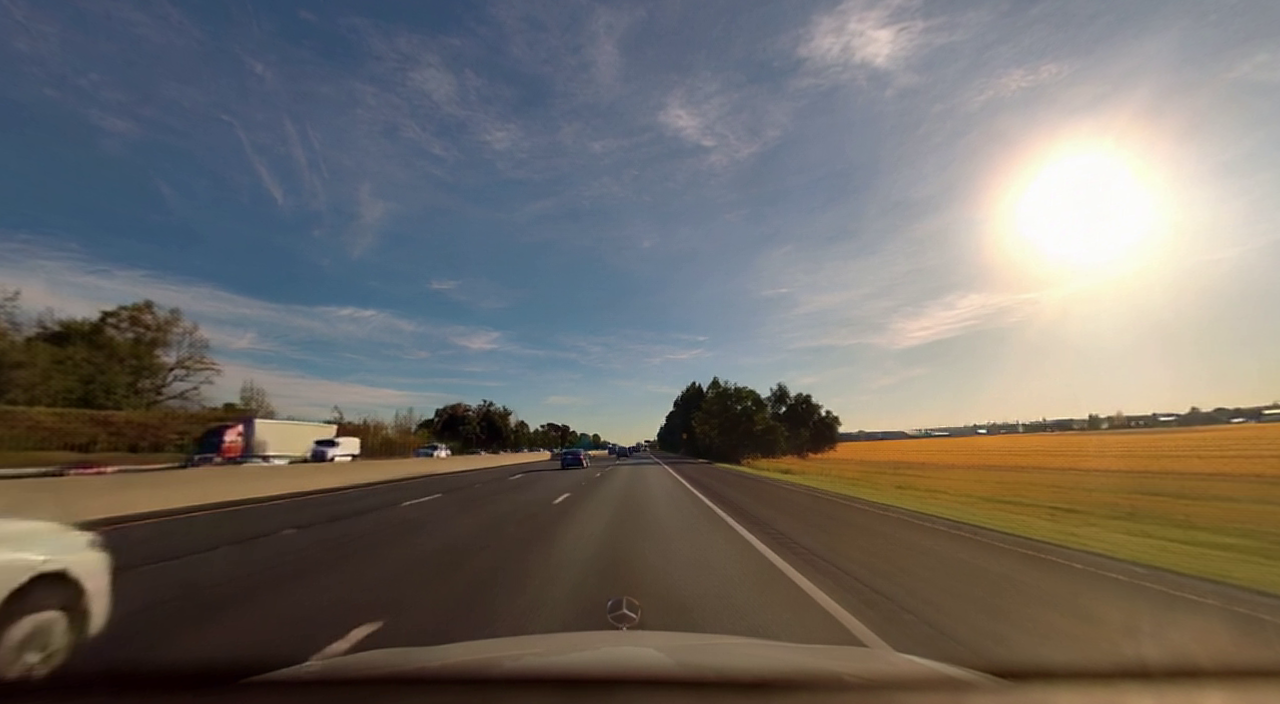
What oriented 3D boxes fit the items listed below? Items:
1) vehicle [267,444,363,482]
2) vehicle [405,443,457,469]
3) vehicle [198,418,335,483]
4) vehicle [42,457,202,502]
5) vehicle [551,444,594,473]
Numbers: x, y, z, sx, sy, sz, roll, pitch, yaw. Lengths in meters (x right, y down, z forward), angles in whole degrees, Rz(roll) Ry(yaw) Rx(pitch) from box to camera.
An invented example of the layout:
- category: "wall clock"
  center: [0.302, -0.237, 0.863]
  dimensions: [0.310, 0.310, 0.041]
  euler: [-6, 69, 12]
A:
- category: "vehicle"
  center: [-15.709, 5.371, 30.862]
  dimensions: [2.100, 1.678, 4.963]
  euler: [0, -9, -1]
- category: "vehicle"
  center: [-15.556, 7.744, 47.159]
  dimensions: [2.204, 1.768, 4.787]
  euler: [0, -9, 0]
- category: "vehicle"
  center: [-23.747, 6.421, 41.026]
  dimensions: [3.167, 3.707, 9.297]
  euler: [-1, -9, 0]
- category: "vehicle"
  center: [-19.255, 4.727, 23.828]
  dimensions: [1.947, 1.459, 4.851]
  euler: [0, -9, 0]
- category: "vehicle"
  center: [-3.804, 6.065, 36.246]
  dimensions: [1.954, 1.541, 4.079]
  euler: [0, -9, 1]
